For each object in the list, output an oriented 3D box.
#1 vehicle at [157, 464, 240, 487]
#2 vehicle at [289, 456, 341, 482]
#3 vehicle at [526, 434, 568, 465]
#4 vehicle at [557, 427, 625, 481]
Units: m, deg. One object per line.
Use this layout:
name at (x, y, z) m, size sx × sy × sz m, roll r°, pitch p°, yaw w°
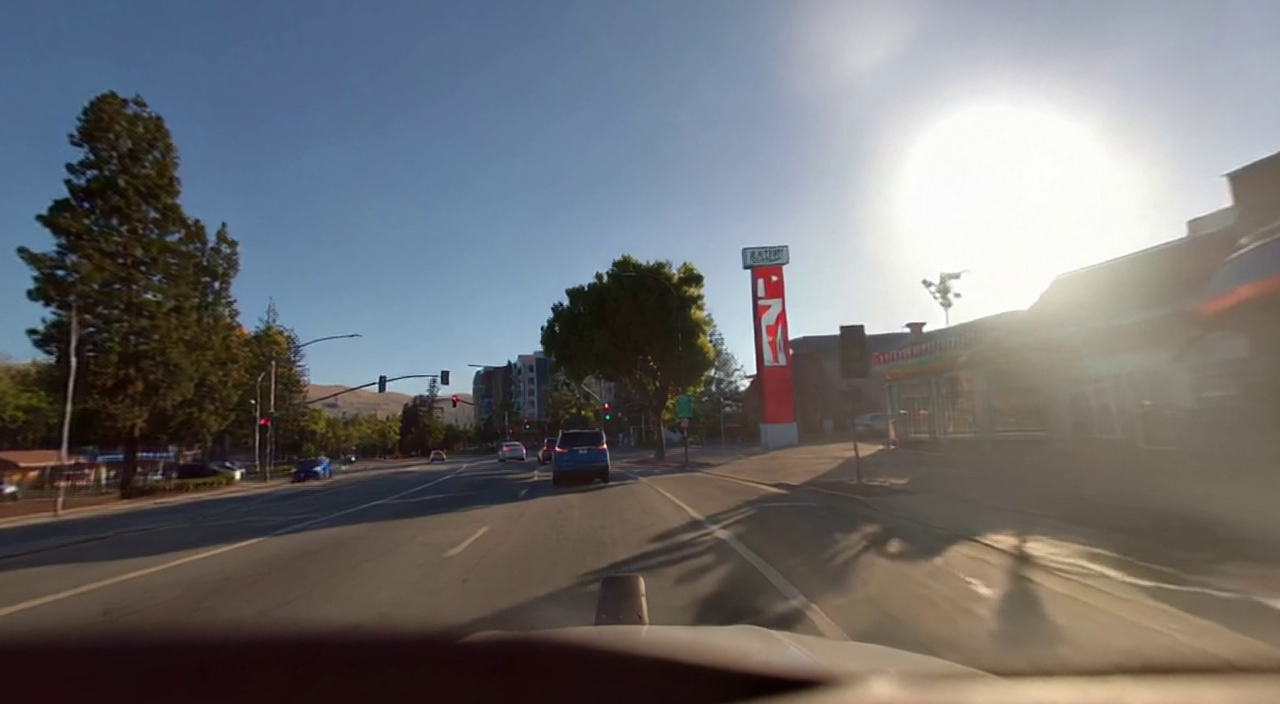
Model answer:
vehicle at (-34.199, 9.605, 49.128) m, size 4.804 × 1.544 × 2.244 m, roll 3°, pitch -9°, yaw -23°
vehicle at (-21.501, 7.697, 41.970) m, size 2.071 × 1.506 × 4.604 m, roll 2°, pitch -9°, yaw -16°
vehicle at (-6.337, 6.552, 42.610) m, size 2.067 × 1.947 × 4.628 m, roll 2°, pitch -9°, yaw -18°
vehicle at (-1.856, 3.616, 22.664) m, size 2.227 × 1.733 × 3.930 m, roll 1°, pitch -8°, yaw -7°
